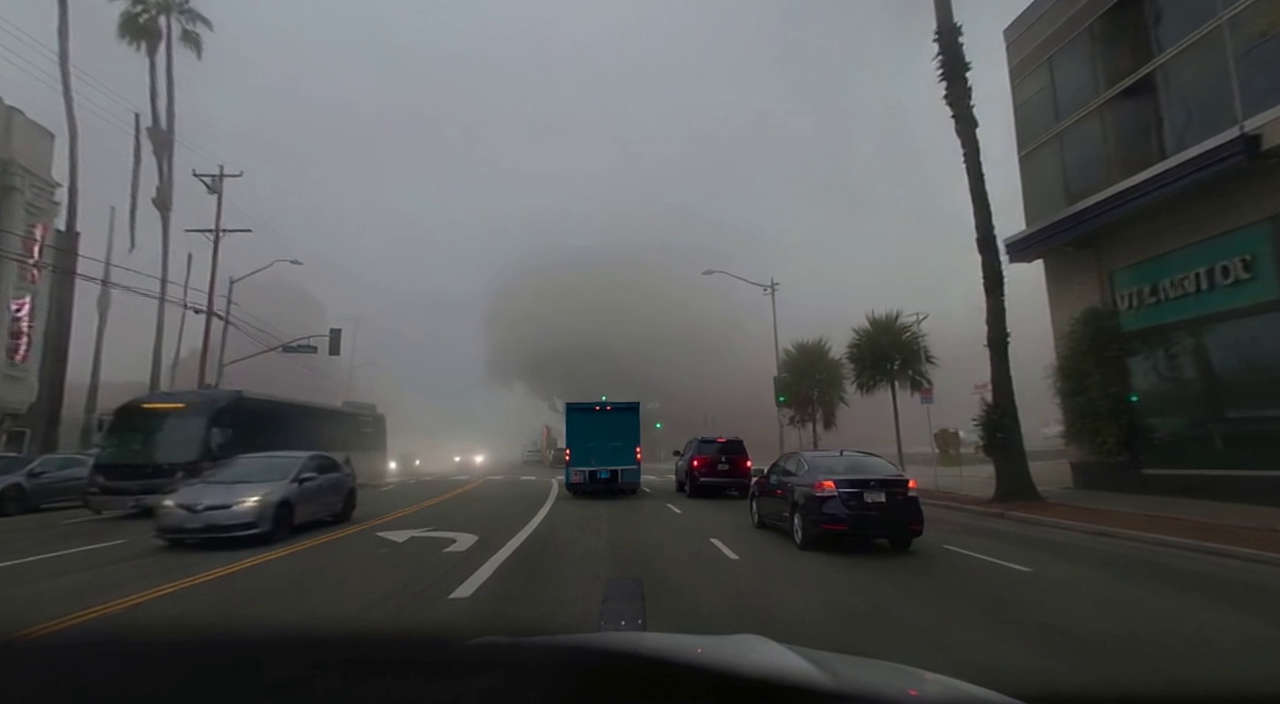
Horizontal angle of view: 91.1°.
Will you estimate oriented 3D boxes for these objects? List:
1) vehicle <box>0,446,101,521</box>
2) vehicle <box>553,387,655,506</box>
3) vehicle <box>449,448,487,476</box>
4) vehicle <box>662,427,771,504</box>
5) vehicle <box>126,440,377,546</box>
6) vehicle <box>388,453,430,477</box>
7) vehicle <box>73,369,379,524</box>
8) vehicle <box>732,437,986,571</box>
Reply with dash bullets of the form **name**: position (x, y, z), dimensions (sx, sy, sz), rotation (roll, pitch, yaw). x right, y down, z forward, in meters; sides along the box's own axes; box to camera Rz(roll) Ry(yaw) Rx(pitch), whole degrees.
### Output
- **vehicle**: position (-15.610, 3.097, 14.904), dimensions (1.965, 1.679, 4.455), rotation (1, -8, -6)
- **vehicle**: position (-1.253, 2.794, 18.705), dimensions (2.517, 2.926, 6.177), rotation (1, -9, -7)
- **vehicle**: position (-11.230, 7.160, 41.168), dimensions (2.058, 1.730, 4.466), rotation (2, -9, -12)
- **vehicle**: position (2.066, 3.312, 18.868), dimensions (2.157, 1.944, 5.423), rotation (1, -9, -5)
- **vehicle**: position (-6.755, 2.446, 11.632), dimensions (2.170, 1.555, 4.187), rotation (0, -9, -4)
- **vehicle**: position (-15.999, 7.833, 43.682), dimensions (1.975, 1.503, 4.533), rotation (1, -9, -11)
- **vehicle**: position (-11.593, 2.936, 19.780), dimensions (2.996, 3.432, 11.265), rotation (1, -8, -6)
- **vehicle**: position (2.873, 2.100, 9.604), dimensions (1.978, 1.507, 4.636), rotation (0, -9, -3)
